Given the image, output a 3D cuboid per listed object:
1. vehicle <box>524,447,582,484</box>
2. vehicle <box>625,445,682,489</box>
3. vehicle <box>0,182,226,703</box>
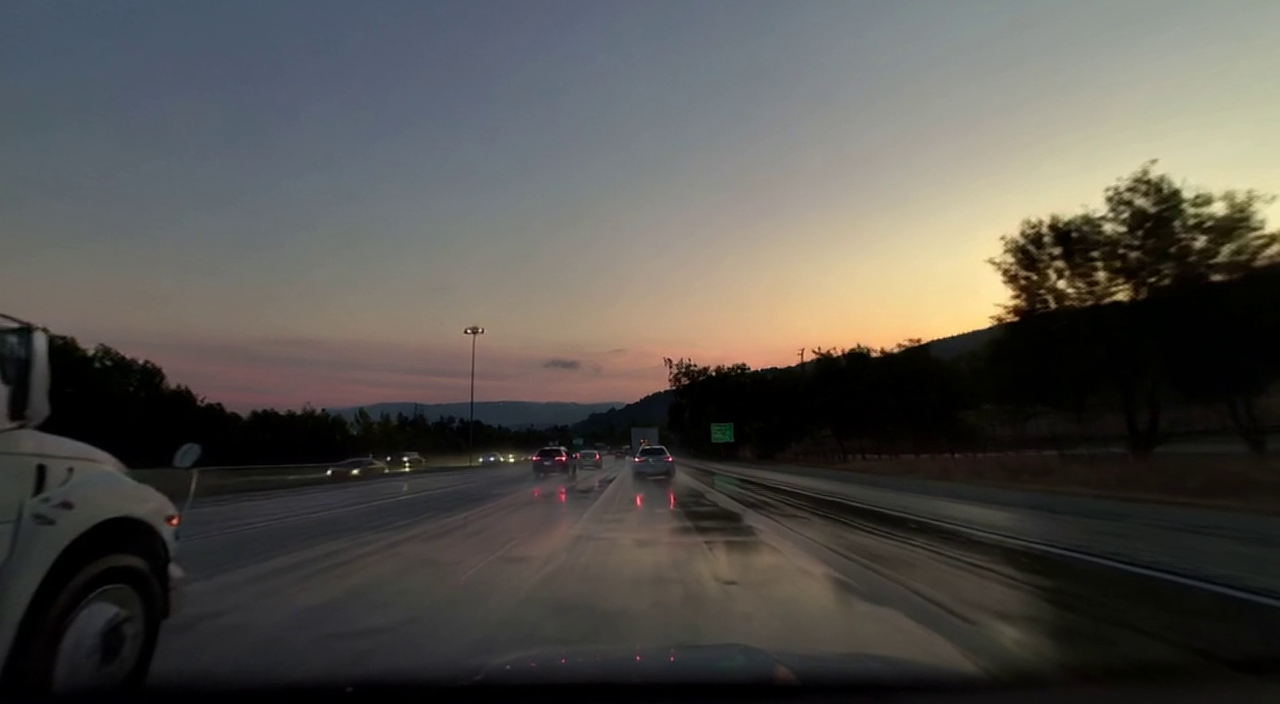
[{"bbox_3d":[-3.769,4.994,27.938,1.940,1.502,4.463,0,-9,1],"label":"vehicle"},{"bbox_3d":[0.457,4.393,24.249,2.015,1.526,4.286,0,-9,-1],"label":"vehicle"},{"bbox_3d":[-3.985,0.260,0.995,2.523,2.458,6.022,0,-9,0],"label":"vehicle"}]
